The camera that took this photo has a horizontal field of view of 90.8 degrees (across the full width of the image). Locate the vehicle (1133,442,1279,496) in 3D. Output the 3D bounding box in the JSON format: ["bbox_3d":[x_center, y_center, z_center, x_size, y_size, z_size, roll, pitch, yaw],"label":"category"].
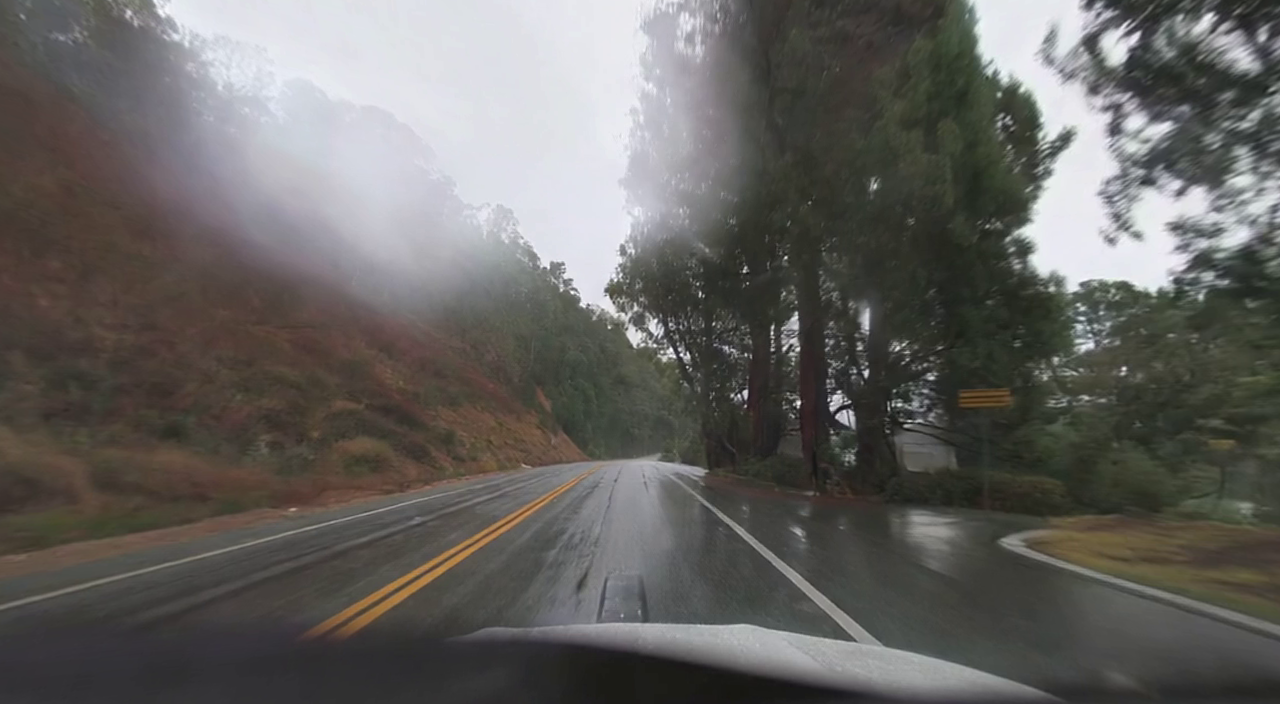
[{"bbox_3d":[35.331,7.174,39.101,7.025,2.942,2.463,-1,-7,15],"label":"vehicle"}]
